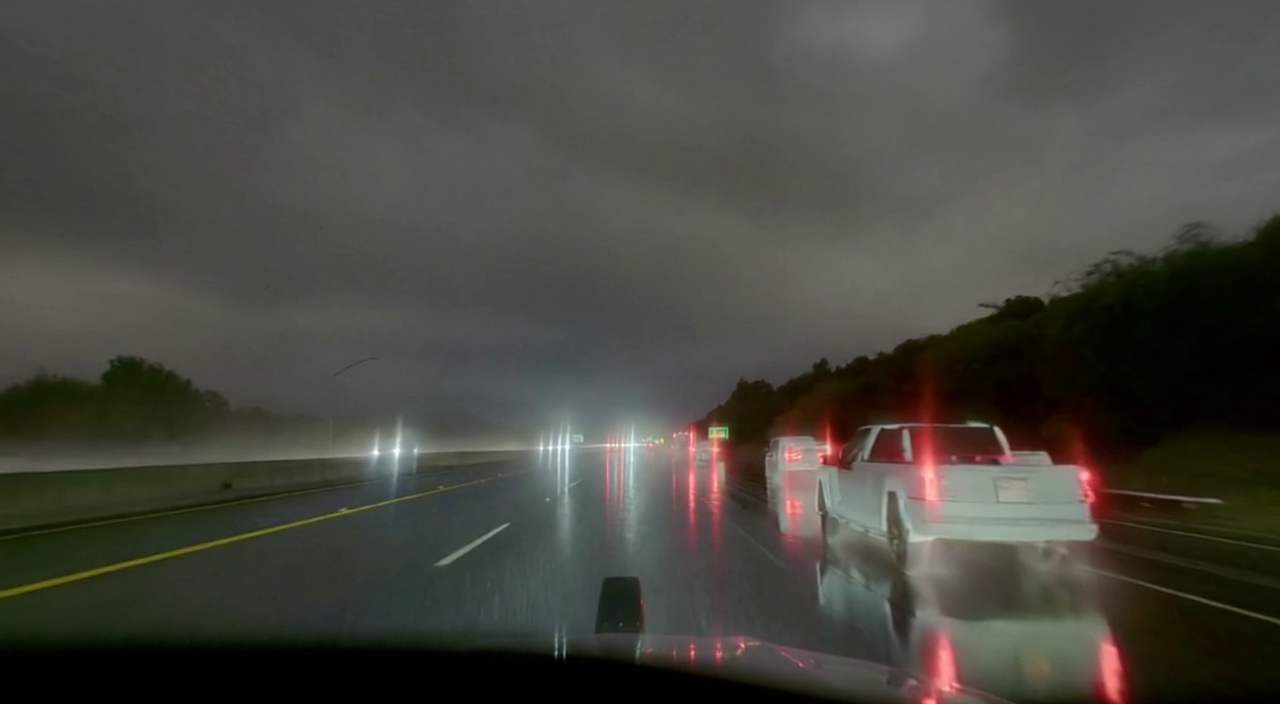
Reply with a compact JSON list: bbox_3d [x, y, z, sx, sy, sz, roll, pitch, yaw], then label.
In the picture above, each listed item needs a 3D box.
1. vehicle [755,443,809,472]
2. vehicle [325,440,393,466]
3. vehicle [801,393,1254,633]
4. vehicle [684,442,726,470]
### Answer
[{"bbox_3d":[7.966,5.946,35.757,1.983,1.526,4.445,0,-9,0],"label":"vehicle"},{"bbox_3d":[-17.086,6.168,38.610,1.899,1.500,4.591,0,-9,2],"label":"vehicle"},{"bbox_3d":[3.270,1.446,6.581,2.095,1.668,4.135,0,-9,1],"label":"vehicle"},{"bbox_3d":[3.695,6.018,36.596,2.047,1.501,4.237,0,-9,0],"label":"vehicle"}]
